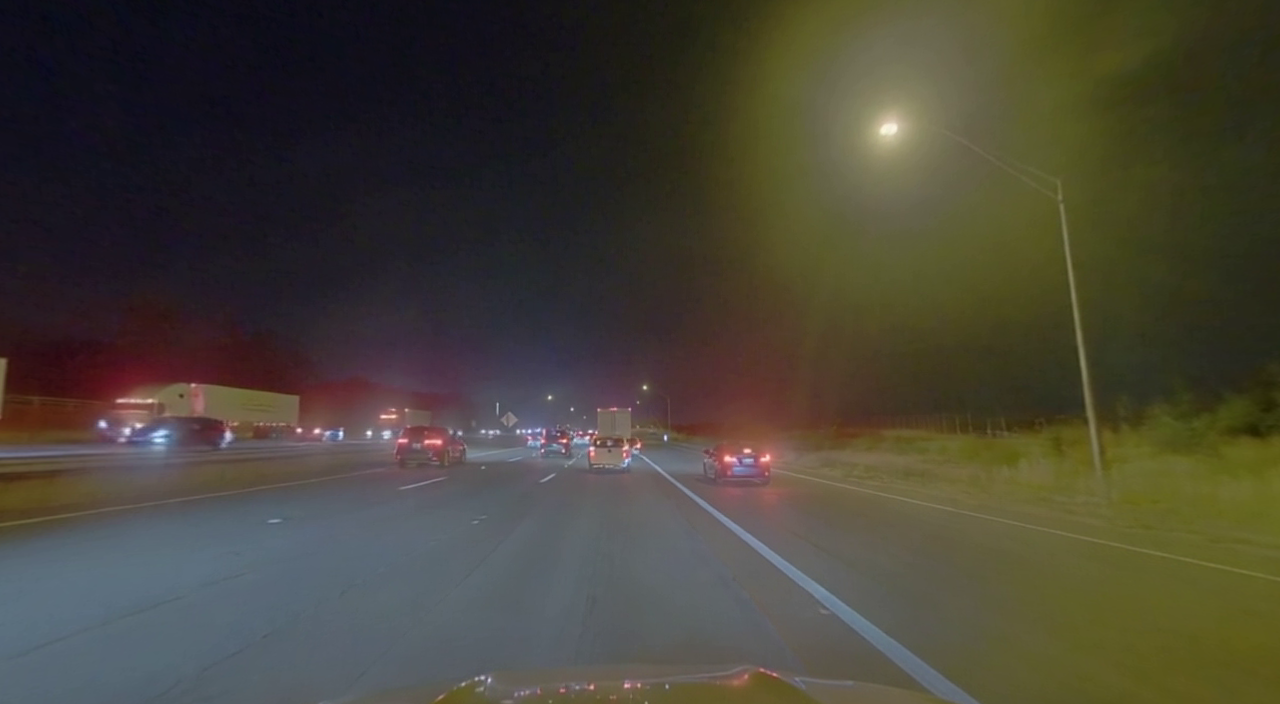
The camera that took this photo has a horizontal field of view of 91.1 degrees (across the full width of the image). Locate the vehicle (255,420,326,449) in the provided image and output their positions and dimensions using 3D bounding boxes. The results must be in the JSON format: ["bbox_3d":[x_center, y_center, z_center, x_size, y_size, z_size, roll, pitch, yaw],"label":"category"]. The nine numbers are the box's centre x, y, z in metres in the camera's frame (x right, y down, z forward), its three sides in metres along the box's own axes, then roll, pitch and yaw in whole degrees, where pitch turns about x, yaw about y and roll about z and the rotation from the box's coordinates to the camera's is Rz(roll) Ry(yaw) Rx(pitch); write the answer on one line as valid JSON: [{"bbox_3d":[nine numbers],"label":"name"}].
[{"bbox_3d":[-20.148,4.770,36.435,1.831,1.575,4.218,0,-8,-3],"label":"vehicle"}]

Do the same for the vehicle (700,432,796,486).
[{"bbox_3d":[3.229,3.295,19.785,1.981,1.474,4.396,0,-8,-4],"label":"vehicle"}]

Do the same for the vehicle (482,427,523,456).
[{"bbox_3d":[-9.428,6.178,43.444,1.992,1.838,4.493,0,-8,-2],"label":"vehicle"}]

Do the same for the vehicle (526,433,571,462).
[{"bbox_3d":[-5.060,5.331,35.325,2.046,1.493,4.384,0,-8,-2],"label":"vehicle"}]

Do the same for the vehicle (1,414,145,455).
[{"bbox_3d":[-23.387,3.439,26.204,2.068,1.563,4.337,0,-8,-3],"label":"vehicle"}]

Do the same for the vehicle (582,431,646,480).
[{"bbox_3d":[-0.872,3.463,21.341,1.980,1.478,3.758,0,-8,-2],"label":"vehicle"}]

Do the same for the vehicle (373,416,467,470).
[{"bbox_3d":[-8.652,3.620,25.206,2.158,1.943,4.662,0,-8,-1],"label":"vehicle"}]

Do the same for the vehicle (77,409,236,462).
[{"bbox_3d":[-15.493,2.730,20.487,1.977,1.542,4.157,0,-8,-2],"label":"vehicle"}]
